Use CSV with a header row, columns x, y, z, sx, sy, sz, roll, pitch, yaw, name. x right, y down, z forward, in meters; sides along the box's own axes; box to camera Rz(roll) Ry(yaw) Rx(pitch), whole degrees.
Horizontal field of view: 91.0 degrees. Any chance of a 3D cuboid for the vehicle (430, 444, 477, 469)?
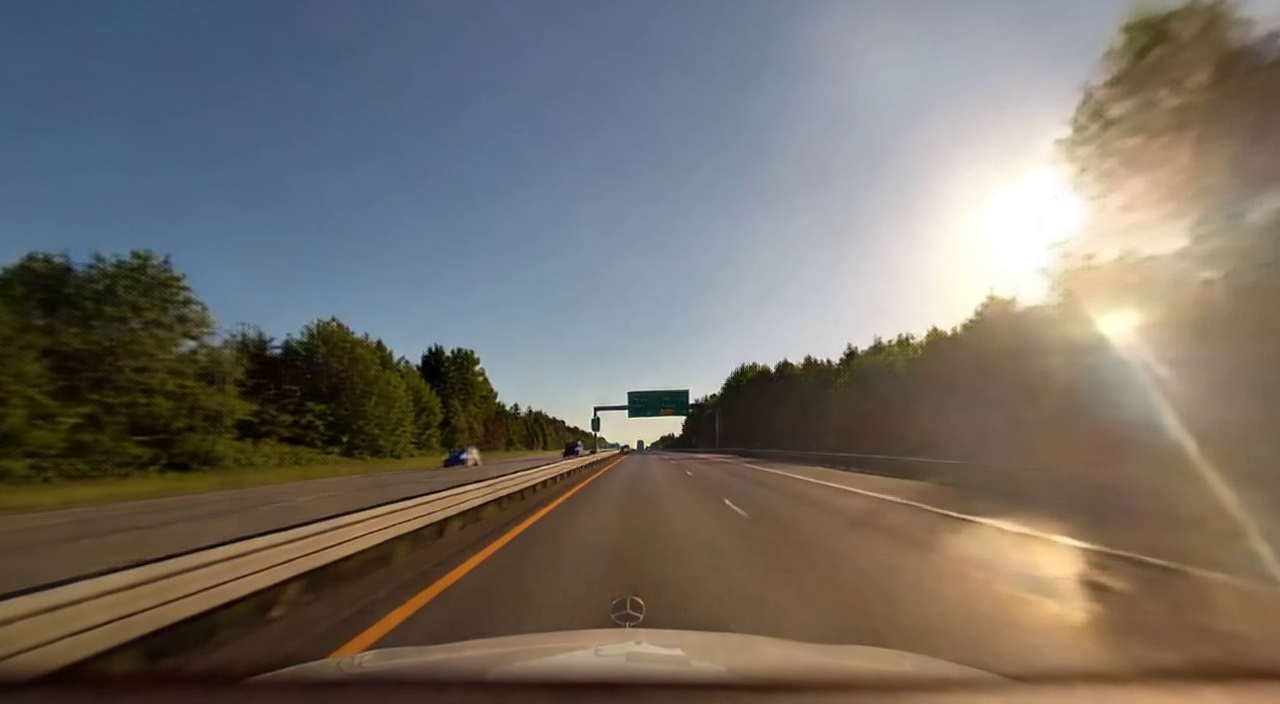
x,y,z,sx,sy,sz,roll,pitch,yaw,name
-12.219,6.827,41.357,1.838,1.517,3.901,0,-8,1,vehicle
